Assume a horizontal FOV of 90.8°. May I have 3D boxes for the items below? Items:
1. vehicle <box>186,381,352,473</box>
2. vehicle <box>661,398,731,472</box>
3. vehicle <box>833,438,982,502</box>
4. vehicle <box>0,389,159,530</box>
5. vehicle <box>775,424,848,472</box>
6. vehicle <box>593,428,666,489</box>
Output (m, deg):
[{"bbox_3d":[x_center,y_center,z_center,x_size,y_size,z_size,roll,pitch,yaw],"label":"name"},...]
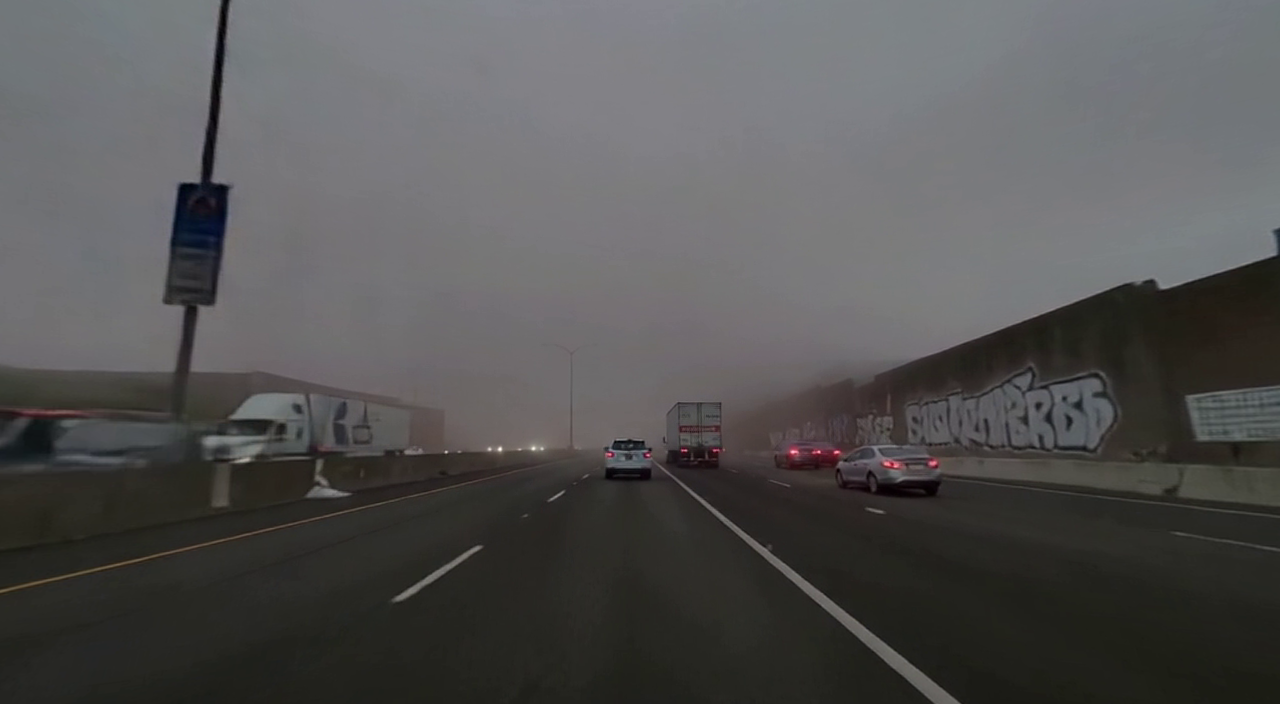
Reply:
[{"bbox_3d":[-17.179,3.694,30.165,3.046,3.817,7.986,0,-9,-1],"label":"vehicle"},{"bbox_3d":[3.092,5.095,38.068,2.976,3.806,10.591,0,-9,-2],"label":"vehicle"},{"bbox_3d":[6.976,3.119,17.151,1.915,1.476,4.677,0,-9,-1],"label":"vehicle"},{"bbox_3d":[-10.423,1.593,9.378,2.470,1.992,5.196,0,-9,-1],"label":"vehicle"},{"bbox_3d":[9.160,5.256,34.487,2.322,2.360,6.433,0,-9,1],"label":"vehicle"},{"bbox_3d":[-0.448,3.678,22.093,2.249,1.843,5.176,1,-9,-3],"label":"vehicle"}]
